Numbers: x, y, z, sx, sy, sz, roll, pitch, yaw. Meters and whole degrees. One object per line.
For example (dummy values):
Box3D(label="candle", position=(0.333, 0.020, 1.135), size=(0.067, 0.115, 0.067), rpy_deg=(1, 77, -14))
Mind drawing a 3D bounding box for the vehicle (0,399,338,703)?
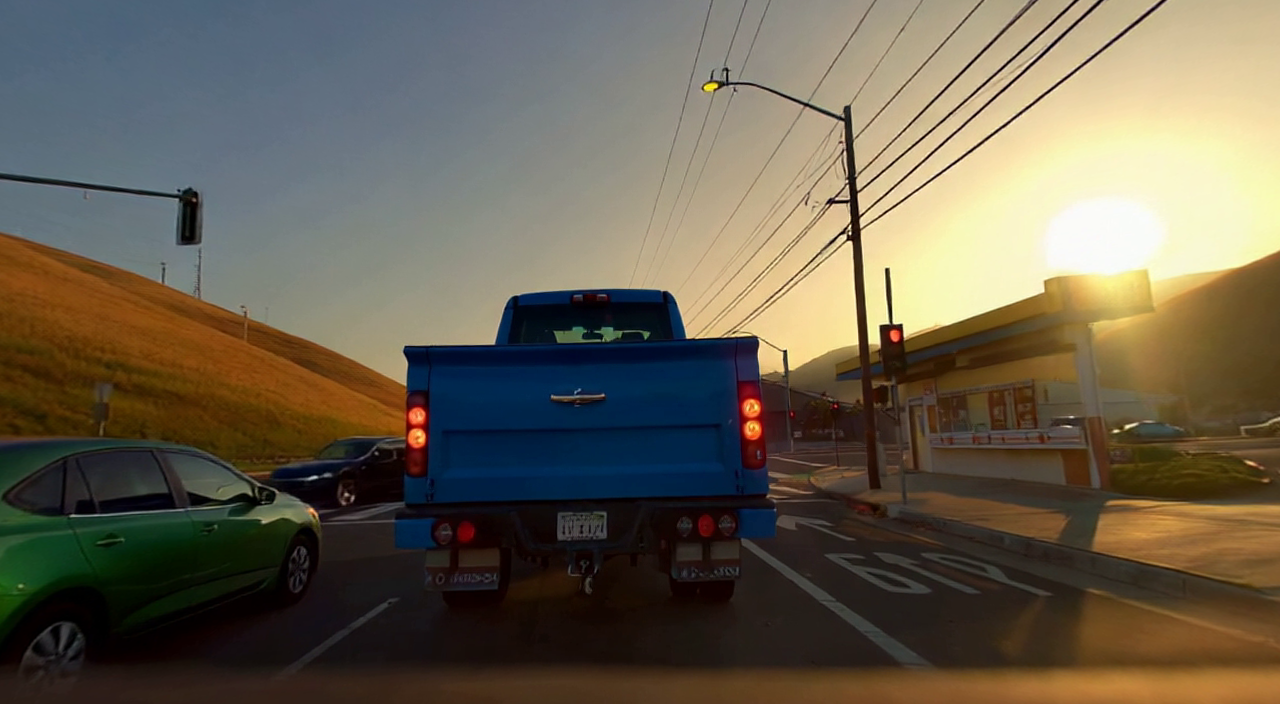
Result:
Box3D(label="vehicle", position=(-3.958, 1.188, 3.981), size=(2.017, 1.555, 4.150), rpy_deg=(-1, -9, 0))

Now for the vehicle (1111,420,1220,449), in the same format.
Box3D(label="vehicle", position=(34.272, 5.433, 41.276), size=(2.012, 1.757, 5.021), rpy_deg=(3, -9, -20))

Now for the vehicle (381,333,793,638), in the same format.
Box3D(label="vehicle", position=(-0.420, 1.323, 7.209), size=(2.859, 2.144, 5.406), rpy_deg=(0, -9, -1))

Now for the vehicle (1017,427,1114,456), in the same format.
Box3D(label="vehicle", position=(25.574, 5.397, 37.924), size=(4.419, 1.496, 1.854), rpy_deg=(-2, -9, 1))
